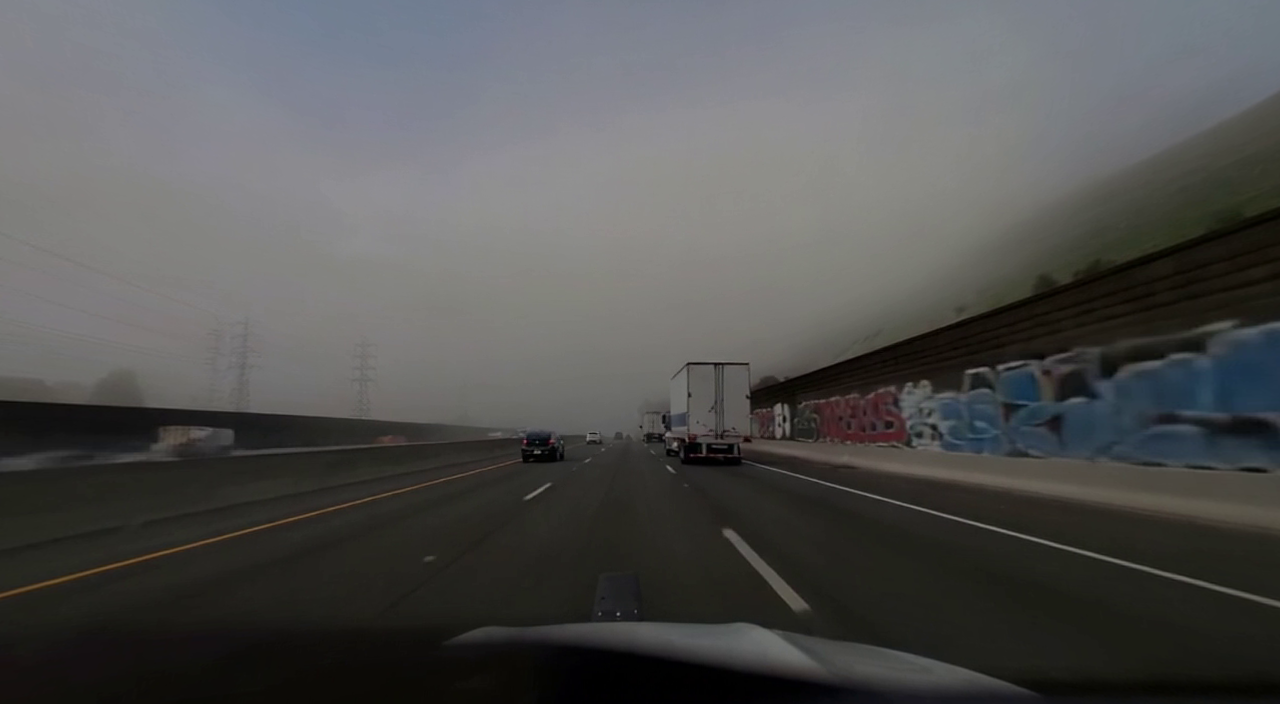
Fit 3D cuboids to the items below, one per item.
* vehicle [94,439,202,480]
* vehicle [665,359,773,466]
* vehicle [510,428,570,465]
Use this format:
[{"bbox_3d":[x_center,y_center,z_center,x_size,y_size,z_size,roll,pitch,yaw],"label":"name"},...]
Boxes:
[{"bbox_3d":[-19.967,4.341,25.765,1.740,1.510,3.273,0,-8,-1],"label":"vehicle"},{"bbox_3d":[3.062,2.922,28.315,3.060,3.842,11.095,0,-8,-2],"label":"vehicle"},{"bbox_3d":[-4.313,4.125,27.859,1.965,1.486,4.448,0,-8,0],"label":"vehicle"}]
